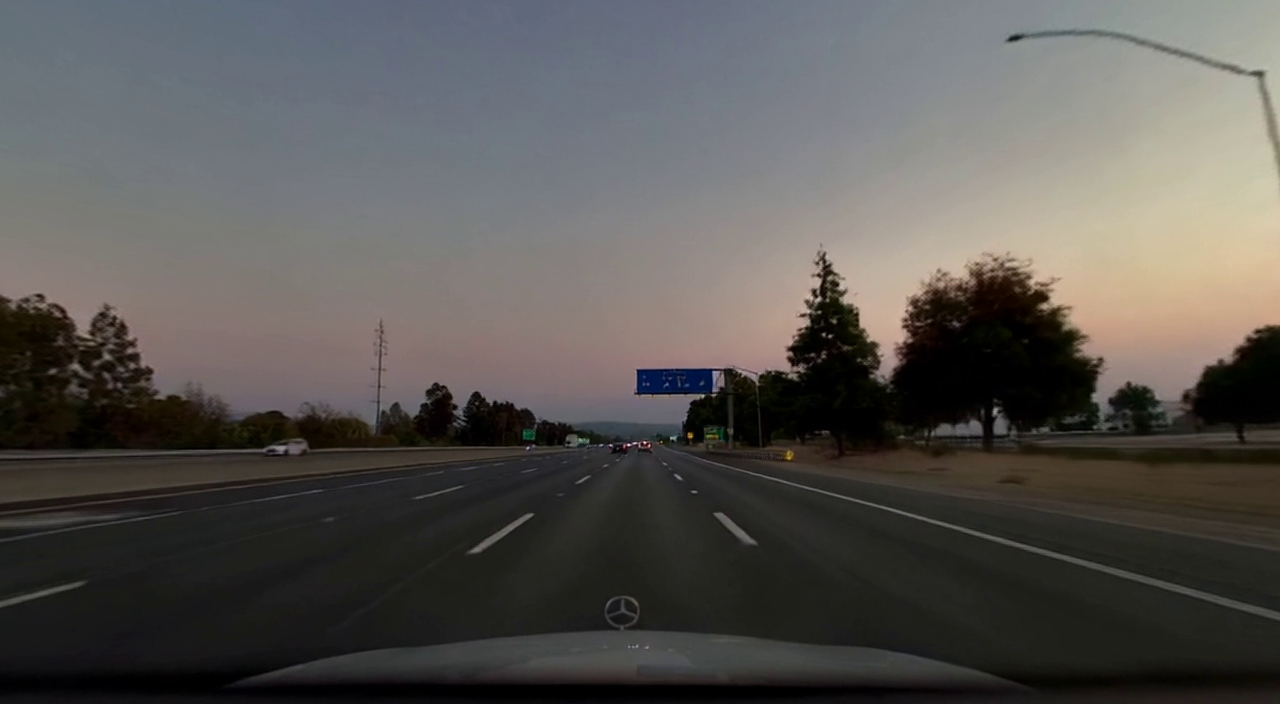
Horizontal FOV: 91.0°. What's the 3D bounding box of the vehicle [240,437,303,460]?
[{"bbox_3d":[-28.818,7.586,49.418,2.043,1.691,4.620,0,-9,2],"label":"vehicle"}]
